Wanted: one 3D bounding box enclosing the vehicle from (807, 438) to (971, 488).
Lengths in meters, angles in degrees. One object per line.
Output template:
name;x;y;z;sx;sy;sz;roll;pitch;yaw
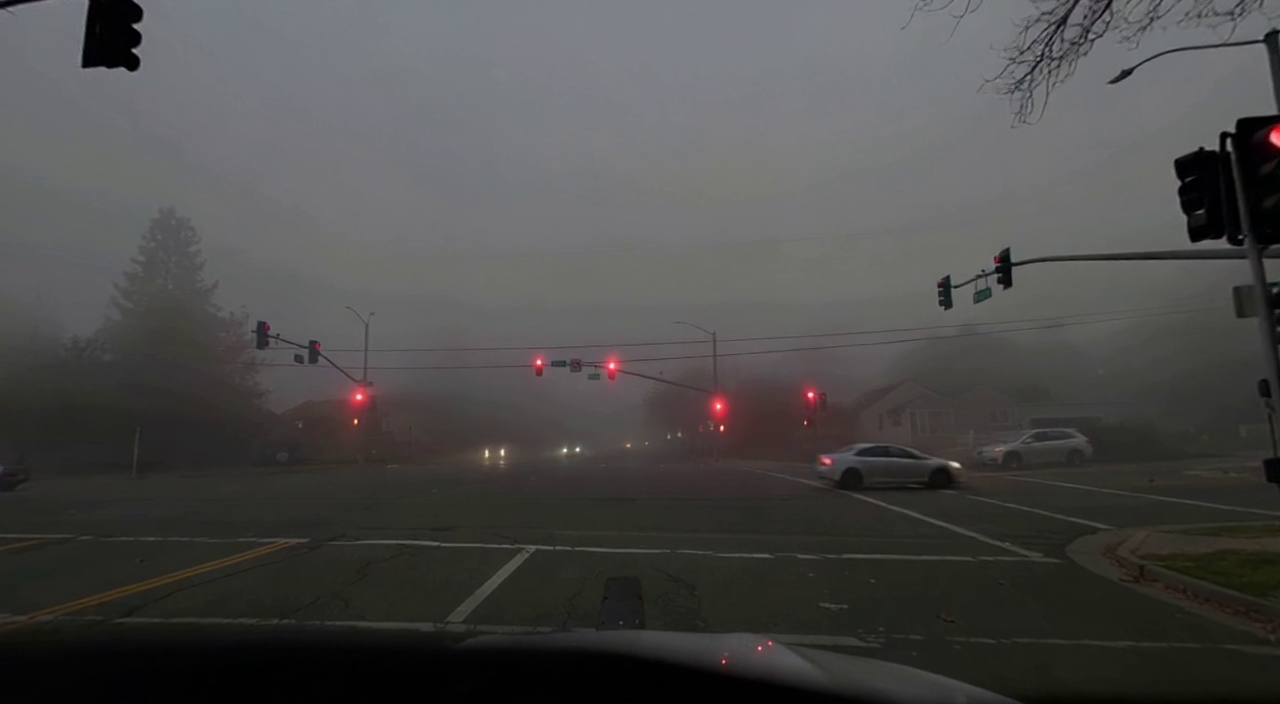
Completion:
vehicle;8.251;3.724;21.337;4.734;1.585;1.940;-1;-8;5
